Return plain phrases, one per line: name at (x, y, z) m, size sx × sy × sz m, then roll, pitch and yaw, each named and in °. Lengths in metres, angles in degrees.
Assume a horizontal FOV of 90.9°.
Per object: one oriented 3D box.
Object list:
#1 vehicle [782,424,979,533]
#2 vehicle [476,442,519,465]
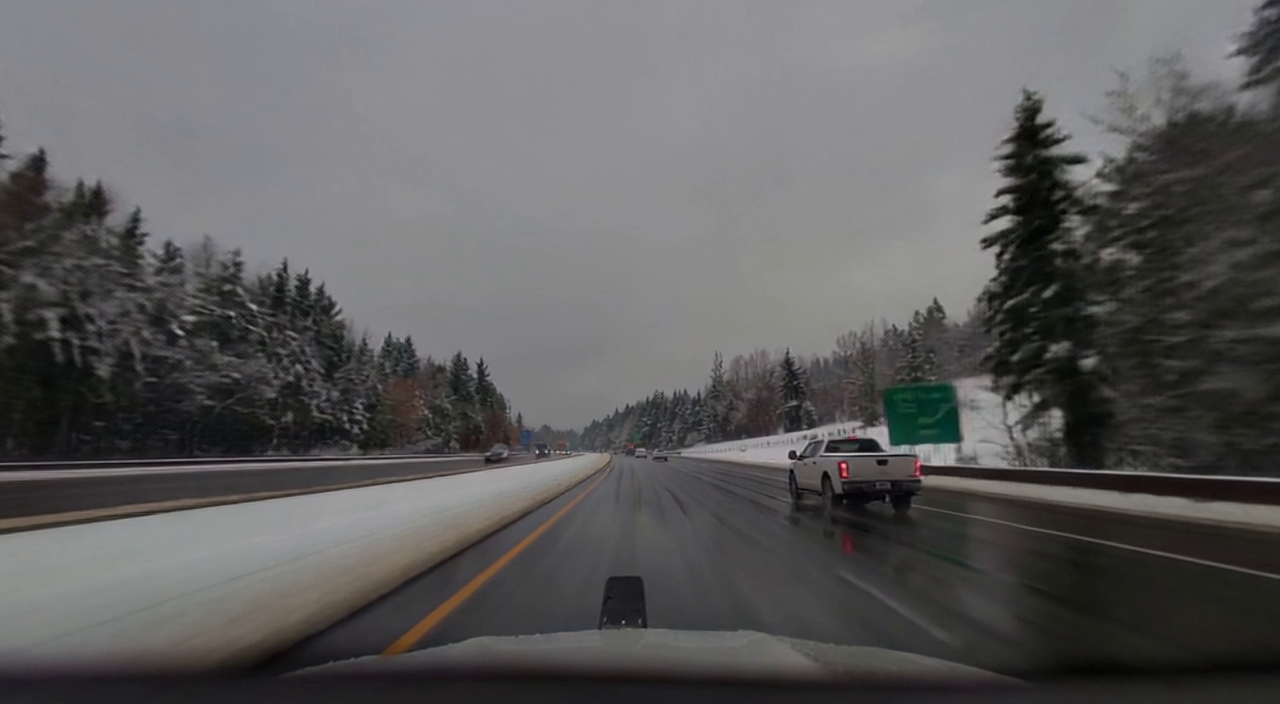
vehicle at (4.243, 2.309, 12.051) m, size 1.933 × 1.663 × 4.440 m, roll 0°, pitch -9°, yaw -1°
vehicle at (-9.439, 6.759, 42.058) m, size 1.852 × 1.394 × 4.228 m, roll 0°, pitch -9°, yaw 0°
